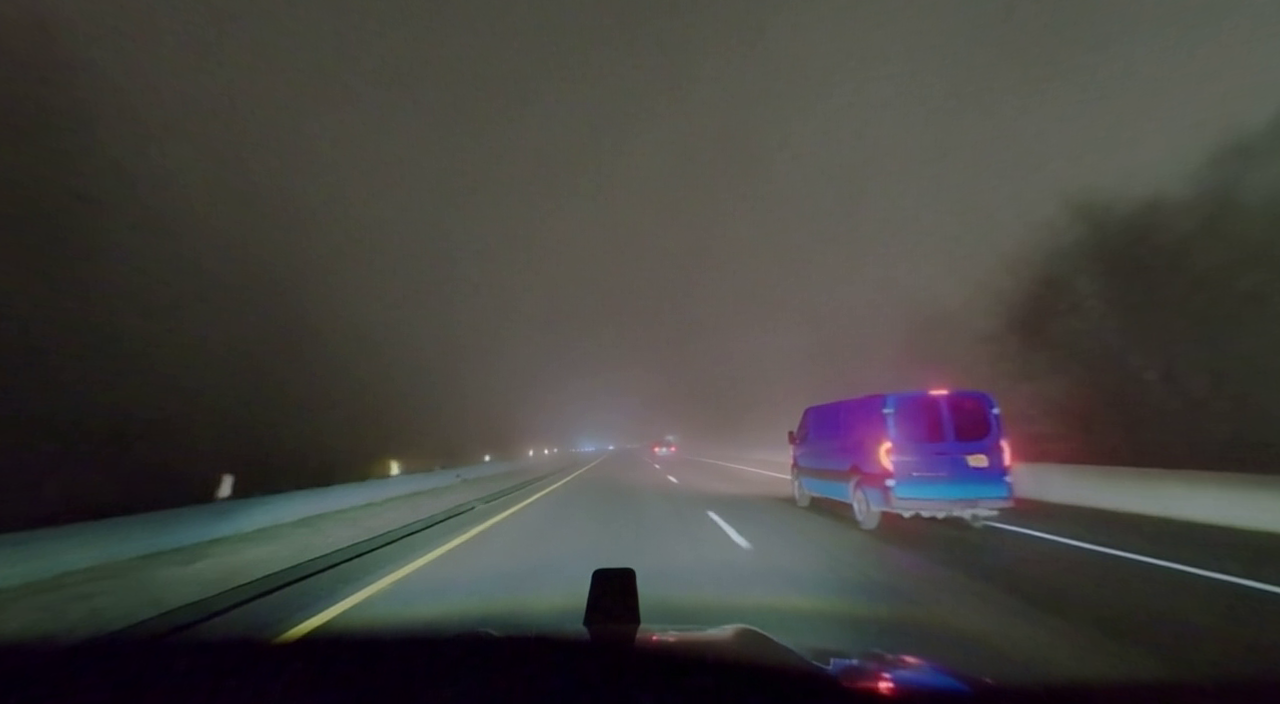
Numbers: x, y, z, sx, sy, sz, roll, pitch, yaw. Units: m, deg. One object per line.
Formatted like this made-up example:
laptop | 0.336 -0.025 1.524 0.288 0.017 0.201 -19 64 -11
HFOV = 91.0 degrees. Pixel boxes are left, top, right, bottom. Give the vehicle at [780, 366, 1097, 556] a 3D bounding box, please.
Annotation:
vehicle | 3.803 1.519 9.310 2.269 2.048 4.679 -1 -8 -1

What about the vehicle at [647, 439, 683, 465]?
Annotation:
vehicle | 1.505 6.128 38.801 2.005 1.466 3.739 -1 -8 0
